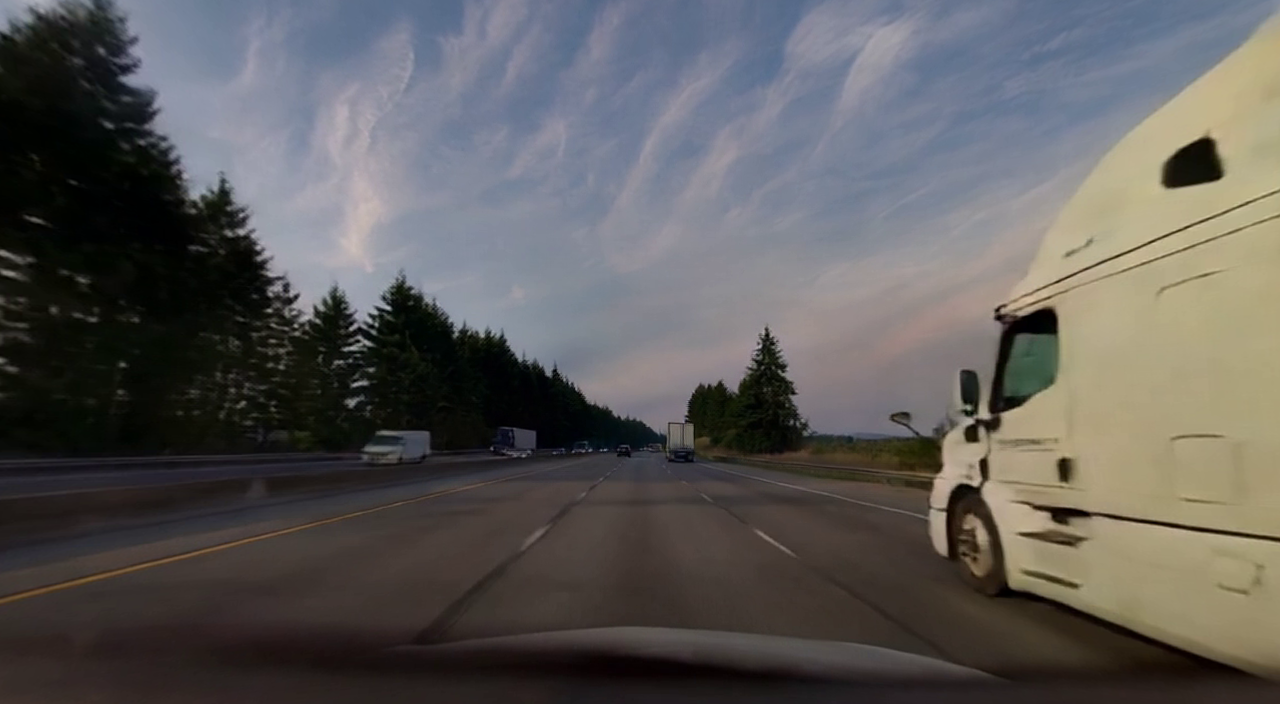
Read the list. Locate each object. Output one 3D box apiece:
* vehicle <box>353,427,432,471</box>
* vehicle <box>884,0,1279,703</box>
[{"bbox_3d":[-15.649,6.231,40.343,2.421,2.540,6.190,0,-9,1],"label":"vehicle"},{"bbox_3d":[4.007,-0.109,3.158,3.034,3.898,5.902,0,-9,0],"label":"vehicle"}]
